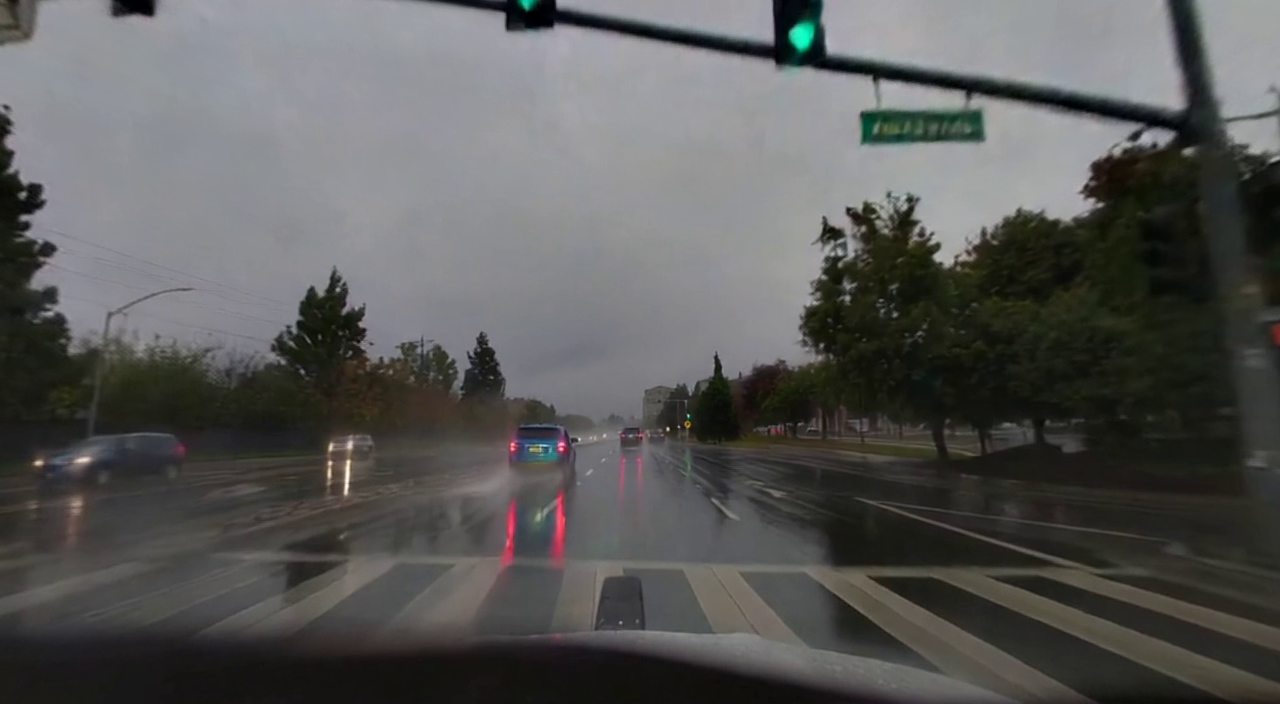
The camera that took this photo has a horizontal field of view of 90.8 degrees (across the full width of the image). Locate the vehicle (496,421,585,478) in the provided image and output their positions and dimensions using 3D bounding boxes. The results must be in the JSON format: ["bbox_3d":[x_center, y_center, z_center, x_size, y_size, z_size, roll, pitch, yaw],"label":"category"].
[{"bbox_3d":[-3.180,3.234,21.150,2.174,1.703,4.231,0,-8,1],"label":"vehicle"}]

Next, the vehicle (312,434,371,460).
[{"bbox_3d":[-19.751,6.308,42.007,1.902,1.625,4.095,0,-8,0],"label":"vehicle"}]

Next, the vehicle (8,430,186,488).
[{"bbox_3d":[-19.558,3.838,23.172,2.090,1.868,4.941,0,-8,0],"label":"vehicle"}]

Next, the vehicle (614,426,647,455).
[{"bbox_3d":[-0.657,5.857,41.657,2.077,1.773,4.257,0,-8,-1],"label":"vehicle"}]
